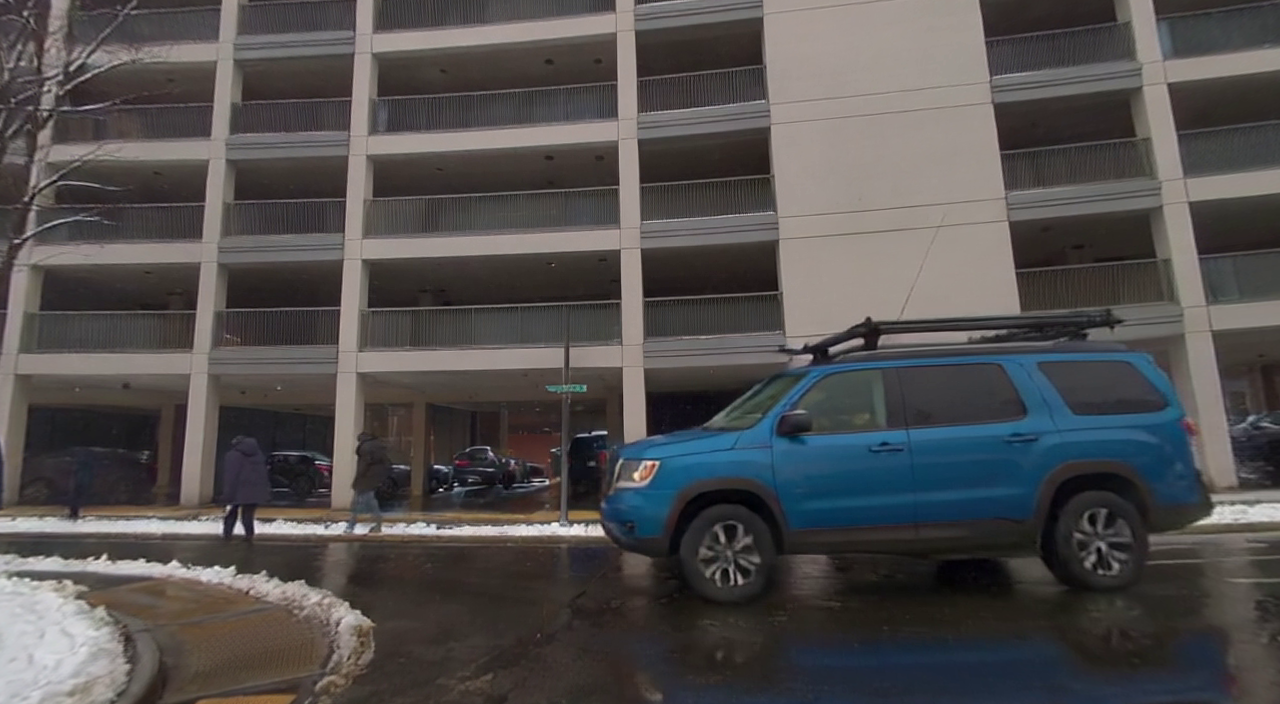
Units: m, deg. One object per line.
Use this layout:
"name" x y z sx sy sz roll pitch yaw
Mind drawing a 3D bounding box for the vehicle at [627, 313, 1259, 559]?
"vehicle" 3.362 1.120 8.441 6.932 2.753 2.446 -1 -8 2

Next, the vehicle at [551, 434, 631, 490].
"vehicle" -1.591 3.812 22.165 2.144 1.733 4.115 -1 -8 5

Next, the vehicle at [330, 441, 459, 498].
"vehicle" -8.221 3.967 21.723 2.395 1.719 4.549 -1 -8 3

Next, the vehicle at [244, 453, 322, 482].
"vehicle" -19.463 6.303 34.486 3.467 1.456 1.649 4 -9 -24

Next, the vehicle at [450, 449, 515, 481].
"vehicle" -7.865 5.677 31.949 2.164 1.494 4.235 0 -8 0
